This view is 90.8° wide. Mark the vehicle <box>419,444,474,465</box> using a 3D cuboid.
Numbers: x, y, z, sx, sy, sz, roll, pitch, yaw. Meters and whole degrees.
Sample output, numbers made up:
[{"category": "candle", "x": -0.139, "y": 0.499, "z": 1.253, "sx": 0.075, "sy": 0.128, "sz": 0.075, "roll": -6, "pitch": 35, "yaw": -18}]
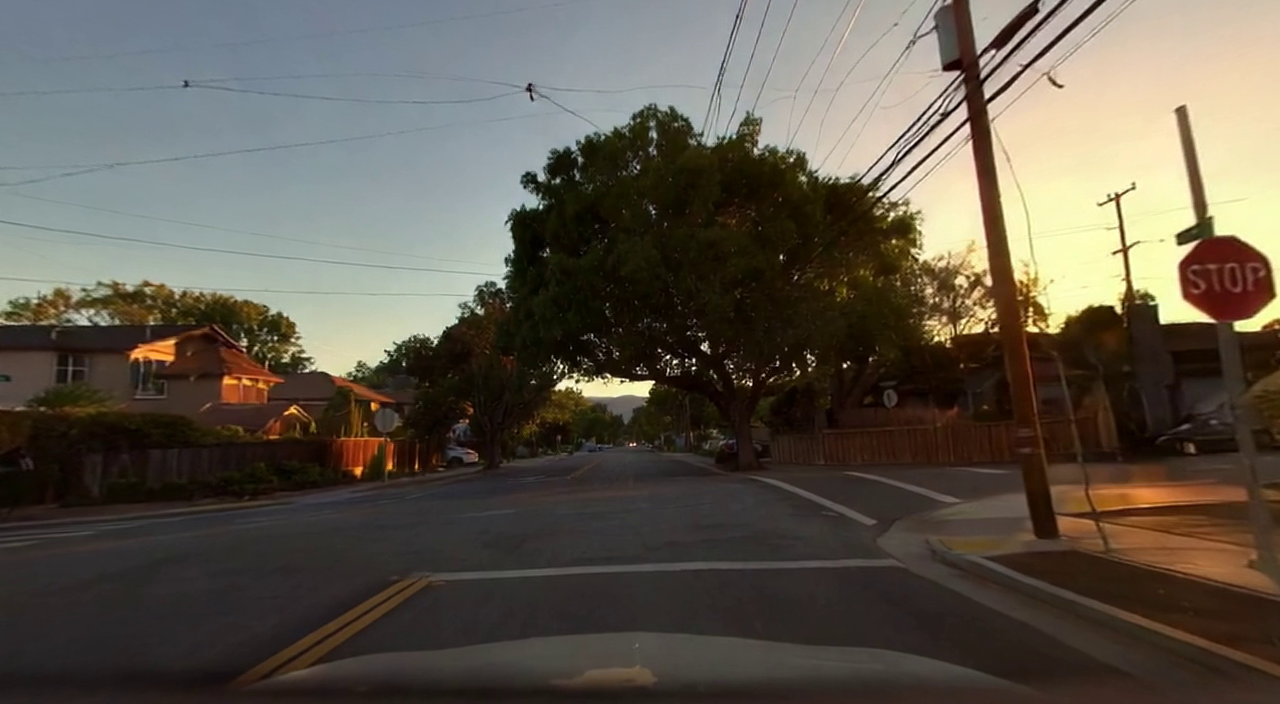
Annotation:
[{"category": "vehicle", "x": -15.014, "y": 7.962, "z": 49.132, "sx": 3.652, "sy": 1.553, "sz": 1.701, "roll": -1, "pitch": -8, "yaw": 4}]

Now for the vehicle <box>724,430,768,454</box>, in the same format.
[{"category": "vehicle", "x": 8.132, "y": 7.001, "z": 48.841, "sx": 1.998, "sy": 1.756, "sz": 4.395, "roll": 1, "pitch": -9, "yaw": -10}]

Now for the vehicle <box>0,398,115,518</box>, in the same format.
[{"category": "vehicle", "x": -19.863, "y": 3.306, "z": 19.510, "sx": 2.842, "sy": 3.181, "sz": 8.576, "roll": 5, "pitch": -12, "yaw": -22}]
